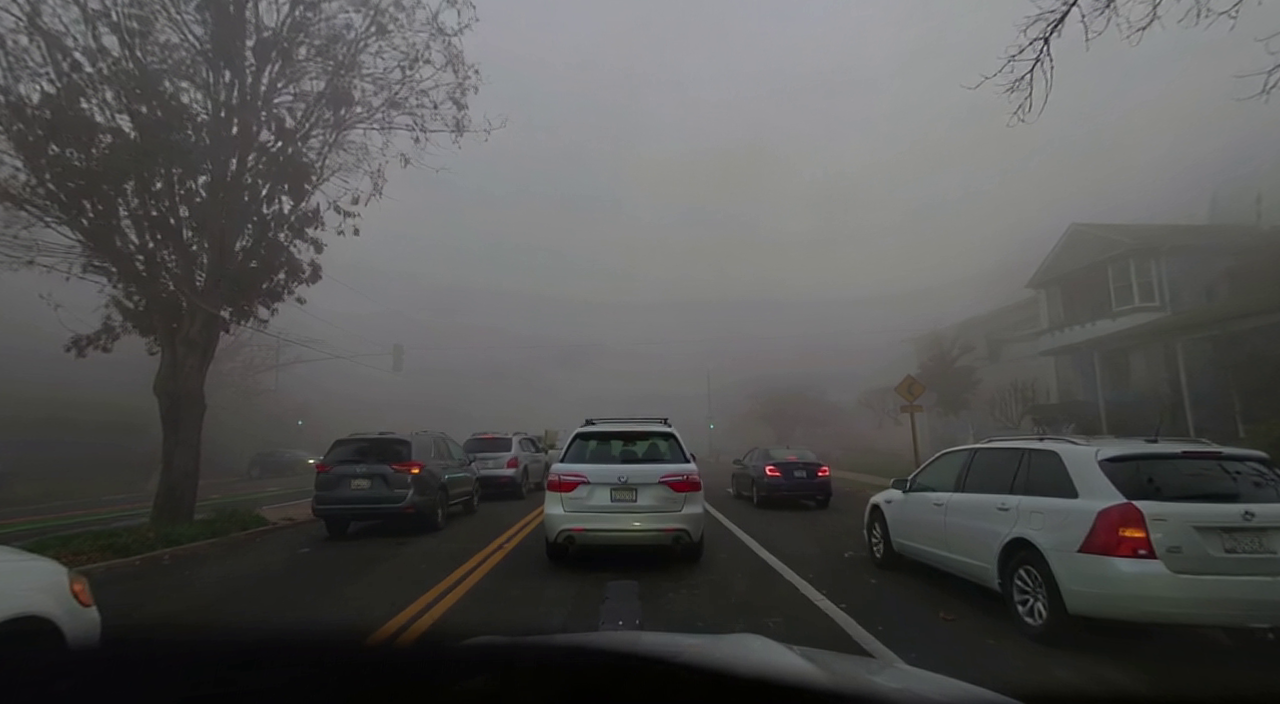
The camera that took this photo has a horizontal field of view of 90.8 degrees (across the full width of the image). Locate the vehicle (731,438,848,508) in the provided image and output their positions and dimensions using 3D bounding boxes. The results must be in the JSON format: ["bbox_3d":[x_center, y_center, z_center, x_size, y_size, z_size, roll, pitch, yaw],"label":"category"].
[{"bbox_3d":[3.498,2.900,15.603,1.880,1.476,3.932,0,-8,-1],"label":"vehicle"}]

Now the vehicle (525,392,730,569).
[{"bbox_3d":[-0.220,1.671,8.916,2.164,1.867,4.254,0,-8,-3],"label":"vehicle"}]

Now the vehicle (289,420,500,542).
[{"bbox_3d":[-3.716,2.016,10.528,1.864,1.576,4.324,0,-8,-2],"label":"vehicle"}]

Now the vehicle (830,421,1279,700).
[{"bbox_3d":[3.475,1.463,5.770,1.977,1.480,4.589,0,-8,-1],"label":"vehicle"}]
